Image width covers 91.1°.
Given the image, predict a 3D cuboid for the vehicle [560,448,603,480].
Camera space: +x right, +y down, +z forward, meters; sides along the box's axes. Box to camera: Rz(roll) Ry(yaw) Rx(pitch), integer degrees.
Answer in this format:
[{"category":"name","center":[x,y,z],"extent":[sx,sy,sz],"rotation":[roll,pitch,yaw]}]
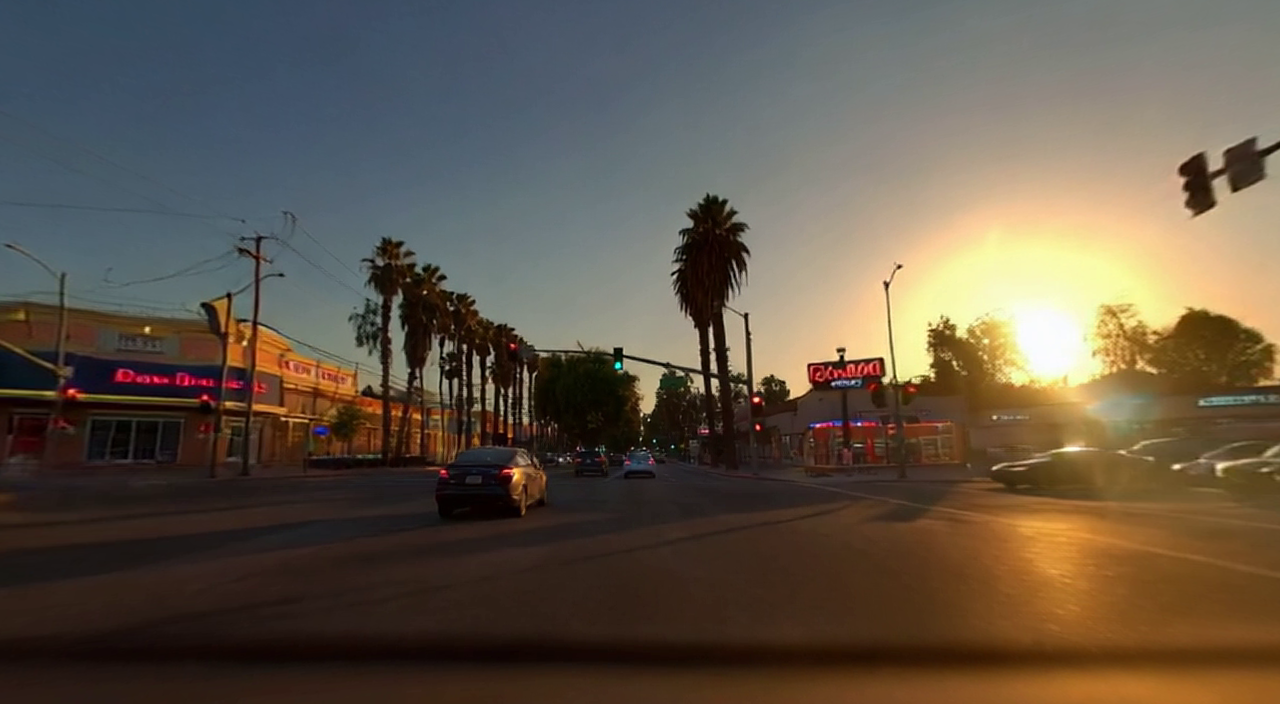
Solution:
[{"category":"vehicle","center":[-3.251,6.301,35.542],"extent":[1.979,1.634,3.957],"rotation":[0,-9,1]}]

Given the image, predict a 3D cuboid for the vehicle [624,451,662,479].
[{"category":"vehicle","center":[0.182,6.617,36.940],"extent":[2.094,1.496,4.070],"rotation":[0,-9,0]}]

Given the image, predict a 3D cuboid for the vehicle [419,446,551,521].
[{"category":"vehicle","center":[-3.494,3.030,15.100],"extent":[1.904,1.513,4.410],"rotation":[0,-9,2]}]

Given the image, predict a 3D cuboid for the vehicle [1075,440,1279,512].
[{"category":"vehicle","center":[13.095,2.812,14.485],"extent":[4.532,1.504,2.087],"rotation":[0,-9,0]}]
